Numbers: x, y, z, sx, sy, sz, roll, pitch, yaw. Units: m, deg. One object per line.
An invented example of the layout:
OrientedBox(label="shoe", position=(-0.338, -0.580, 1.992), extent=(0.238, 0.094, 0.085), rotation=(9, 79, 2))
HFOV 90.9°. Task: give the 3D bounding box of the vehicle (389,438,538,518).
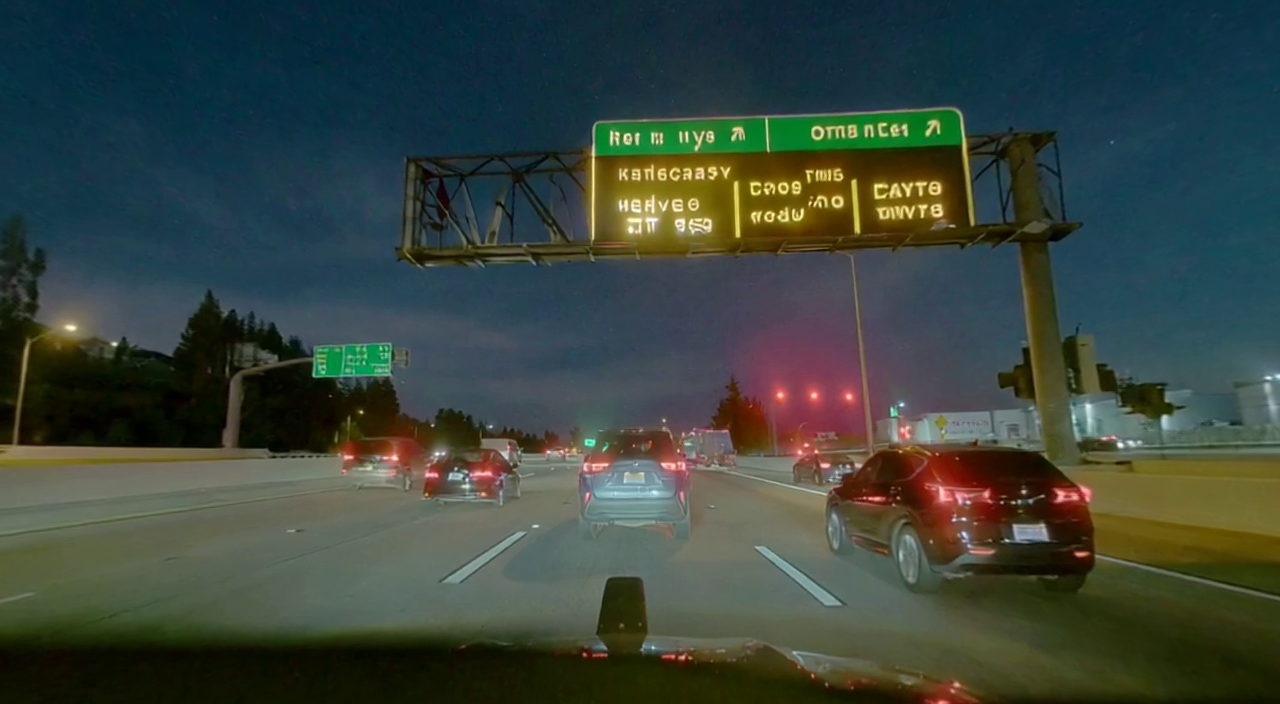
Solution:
OrientedBox(label="vehicle", position=(-3.592, 2.642, 13.754), extent=(2.005, 1.458, 4.143), rotation=(0, -9, 1))

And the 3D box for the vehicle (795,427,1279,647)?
OrientedBox(label="vehicle", position=(3.273, 1.596, 6.599), extent=(2.018, 1.470, 4.491), rotation=(0, -9, -2))

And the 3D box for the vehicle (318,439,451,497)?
OrientedBox(label="vehicle", position=(-7.429, 3.410, 18.928), extent=(2.026, 1.507, 4.536), rotation=(0, -9, 1))

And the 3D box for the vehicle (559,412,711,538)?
OrientedBox(label="vehicle", position=(-0.080, 2.052, 11.013), extent=(2.152, 1.779, 3.924), rotation=(0, -9, 0))
